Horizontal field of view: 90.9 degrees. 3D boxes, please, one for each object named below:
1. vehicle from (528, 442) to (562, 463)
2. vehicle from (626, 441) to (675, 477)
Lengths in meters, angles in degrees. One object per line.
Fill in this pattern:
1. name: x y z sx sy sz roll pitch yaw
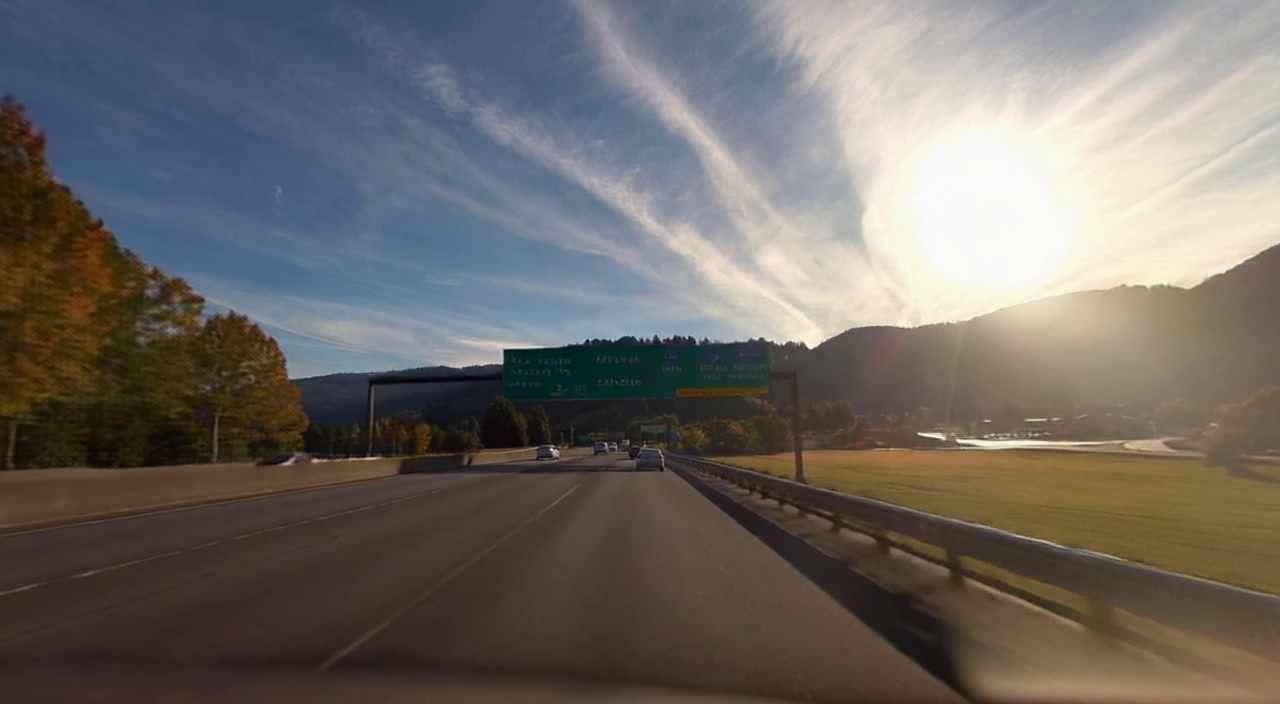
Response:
1. vehicle: -7.100 7.569 47.444 1.955 1.468 3.637 0 -9 0
2. vehicle: 0.417 4.783 28.301 2.019 1.475 4.301 1 -9 -1
